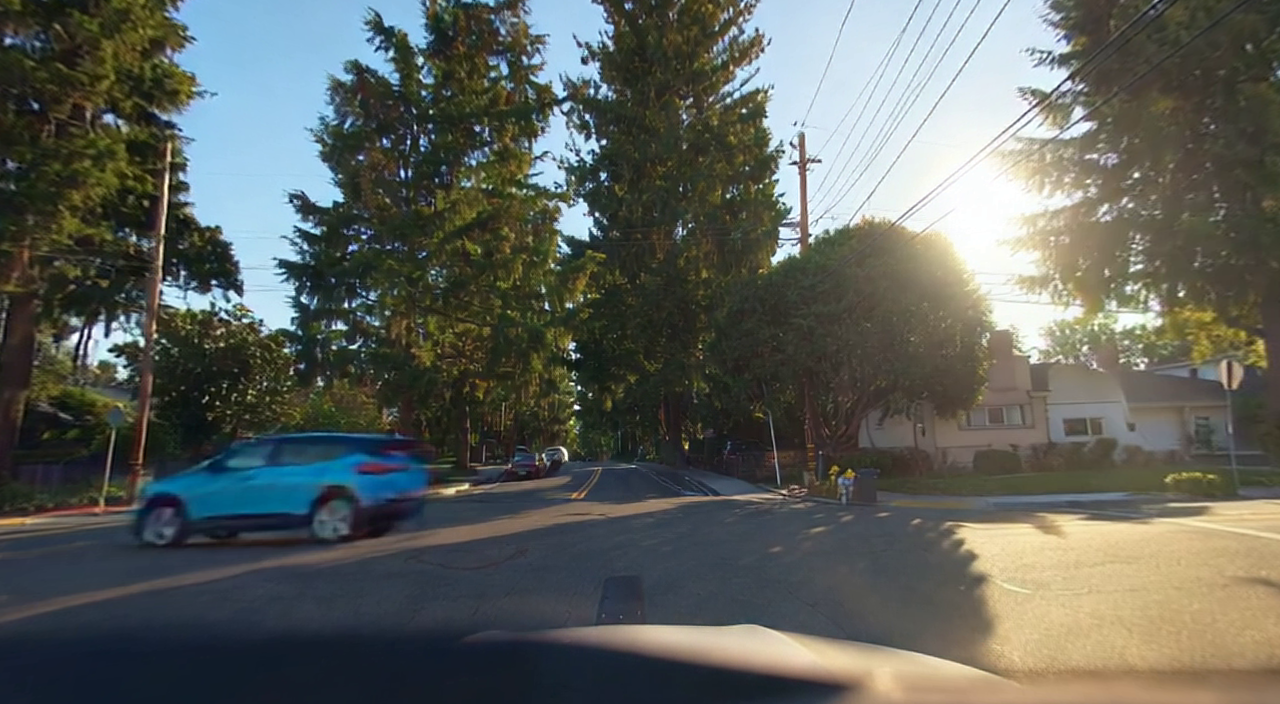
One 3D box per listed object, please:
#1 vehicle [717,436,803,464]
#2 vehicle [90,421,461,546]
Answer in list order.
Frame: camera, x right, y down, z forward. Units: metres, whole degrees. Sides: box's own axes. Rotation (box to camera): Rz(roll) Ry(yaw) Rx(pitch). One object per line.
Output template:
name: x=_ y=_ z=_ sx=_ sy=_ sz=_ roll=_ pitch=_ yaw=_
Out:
vehicle: x=7.344 y=5.997 z=38.865 sx=4.784 sy=1.647 sz=1.947 roll=1 pitch=-8 yaw=-5
vehicle: x=-5.741 y=2.122 z=10.607 sx=4.809 sy=1.834 sz=2.181 roll=0 pitch=-8 yaw=-2
